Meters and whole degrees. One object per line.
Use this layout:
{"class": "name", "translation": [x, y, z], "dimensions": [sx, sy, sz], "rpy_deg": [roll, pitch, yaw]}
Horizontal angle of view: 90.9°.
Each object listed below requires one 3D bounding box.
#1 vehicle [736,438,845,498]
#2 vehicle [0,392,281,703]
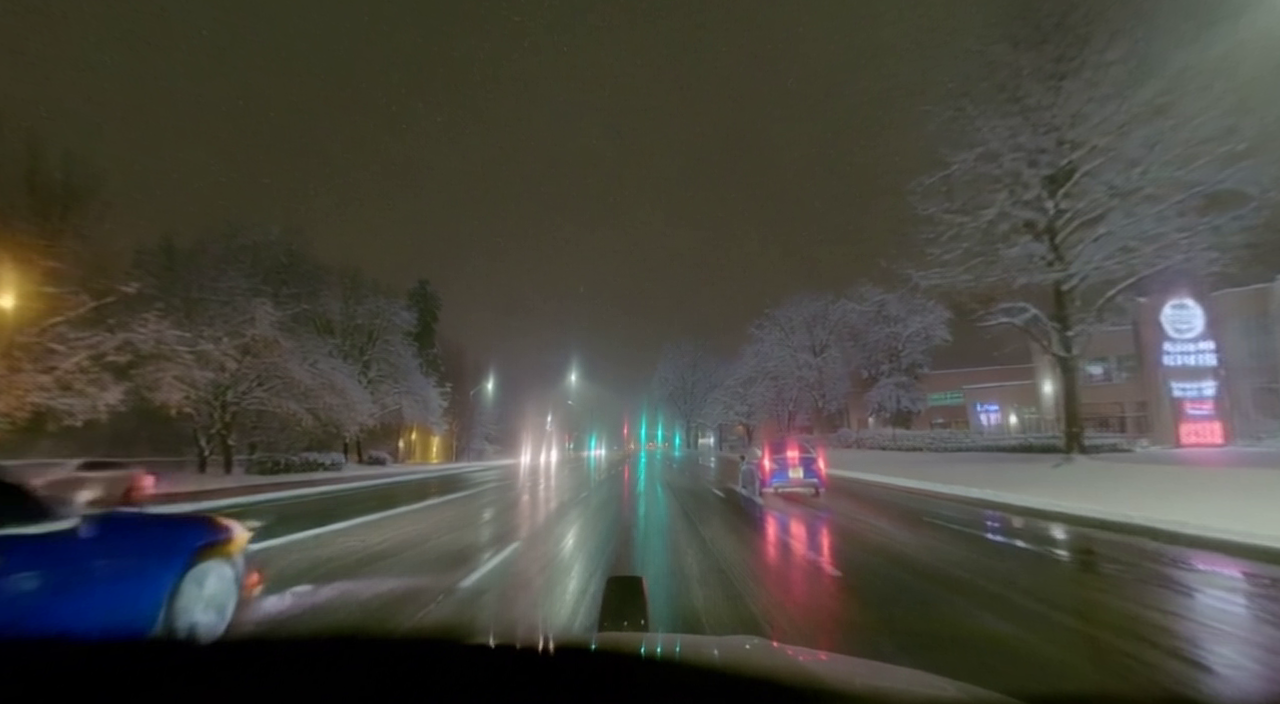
{"class": "vehicle", "translation": [4.106, 3.215, 17.962], "dimensions": [1.977, 1.474, 4.399], "rpy_deg": [0, -9, -1]}
{"class": "vehicle", "translation": [-3.624, 0.896, 2.365], "dimensions": [2.001, 1.504, 4.212], "rpy_deg": [0, -9, 1]}
